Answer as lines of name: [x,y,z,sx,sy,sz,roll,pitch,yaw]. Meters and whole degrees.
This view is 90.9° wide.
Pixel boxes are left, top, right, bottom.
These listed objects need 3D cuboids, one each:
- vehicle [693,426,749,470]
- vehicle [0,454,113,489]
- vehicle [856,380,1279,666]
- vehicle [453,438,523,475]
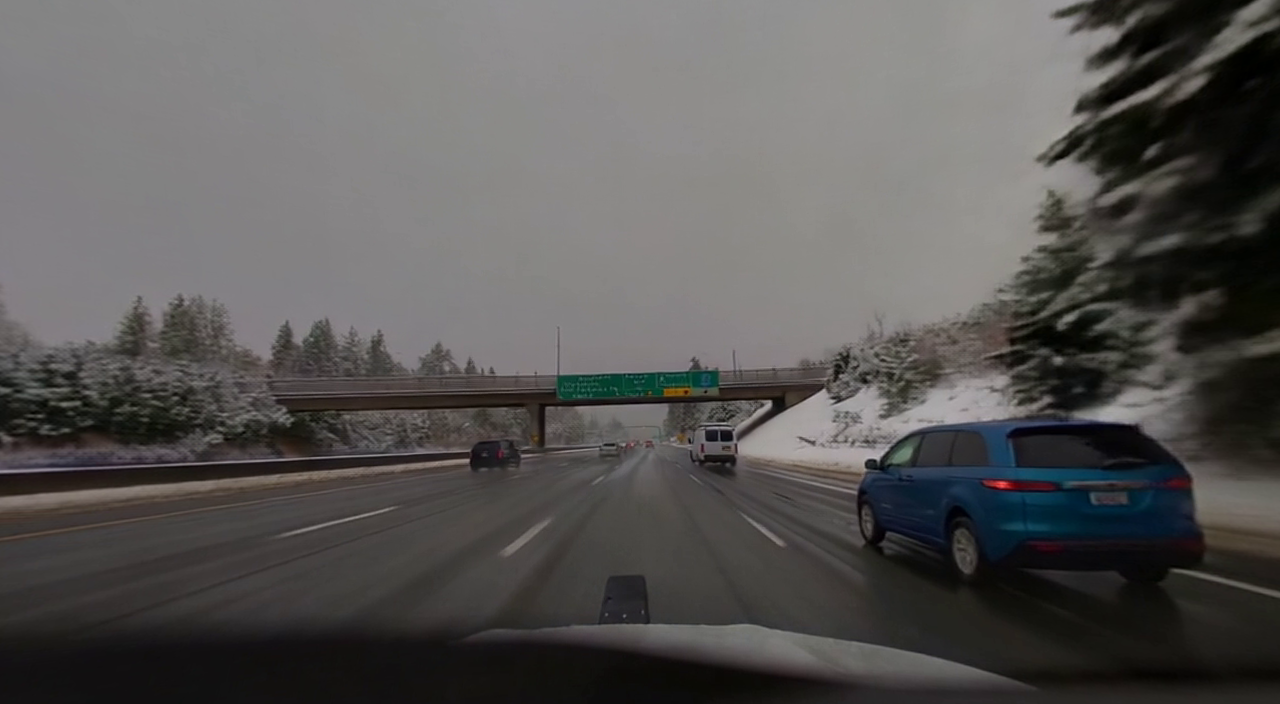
vehicle: [4.372,5.298,34.841,2.347,2.234,5.352,0,-8,0]
vehicle: [-29.051,5.811,31.076,1.959,1.493,4.797,0,-8,0]
vehicle: [3.936,1.347,6.089,2.100,1.690,4.536,0,-8,0]
vehicle: [-7.138,4.958,30.121,2.068,1.632,4.623,-1,-8,2]
